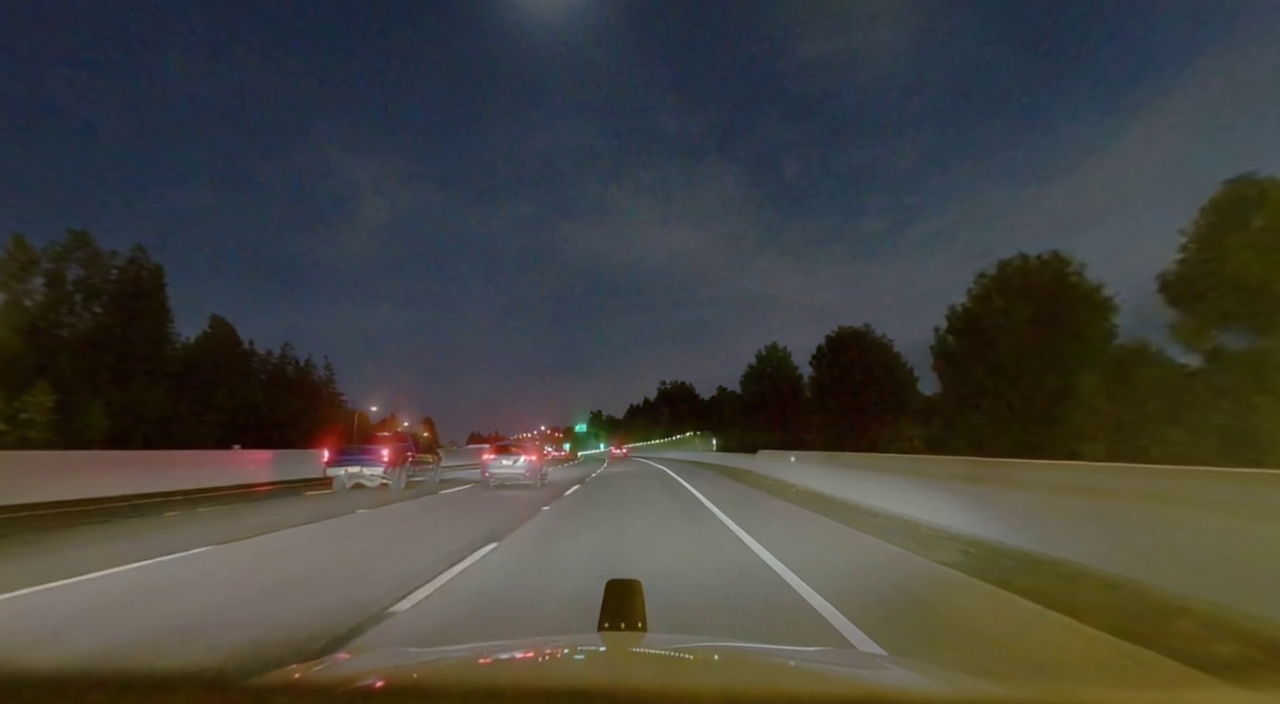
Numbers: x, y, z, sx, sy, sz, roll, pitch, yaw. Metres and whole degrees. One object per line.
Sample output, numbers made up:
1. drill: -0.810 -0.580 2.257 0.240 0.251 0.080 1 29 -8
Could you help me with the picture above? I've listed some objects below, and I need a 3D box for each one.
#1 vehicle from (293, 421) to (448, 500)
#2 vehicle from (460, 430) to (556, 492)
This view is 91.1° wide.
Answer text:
1. vehicle: -7.533 3.093 18.305 2.160 1.949 5.293 0 -8 0
2. vehicle: -4.181 3.534 20.818 2.142 1.789 5.009 0 -8 -1
